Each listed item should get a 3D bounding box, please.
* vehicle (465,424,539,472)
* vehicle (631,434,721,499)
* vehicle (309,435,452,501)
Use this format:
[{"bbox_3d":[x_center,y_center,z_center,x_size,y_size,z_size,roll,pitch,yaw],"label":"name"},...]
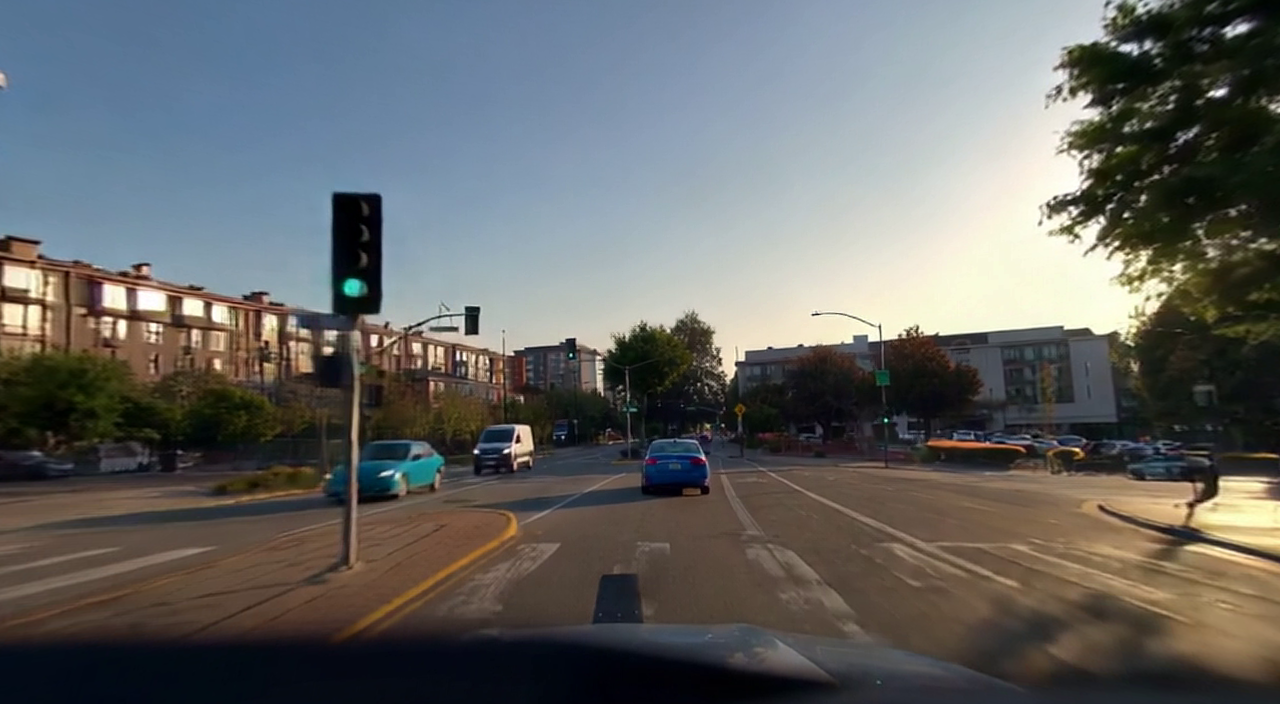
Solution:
[{"bbox_3d":[-6.355,4.455,29.574,2.310,2.045,4.763,0,-8,1],"label":"vehicle"},{"bbox_3d":[0.897,2.775,15.807,1.950,1.401,4.159,0,-8,3],"label":"vehicle"},{"bbox_3d":[-6.683,2.979,16.796,1.884,1.509,4.416,0,-8,1],"label":"vehicle"}]
